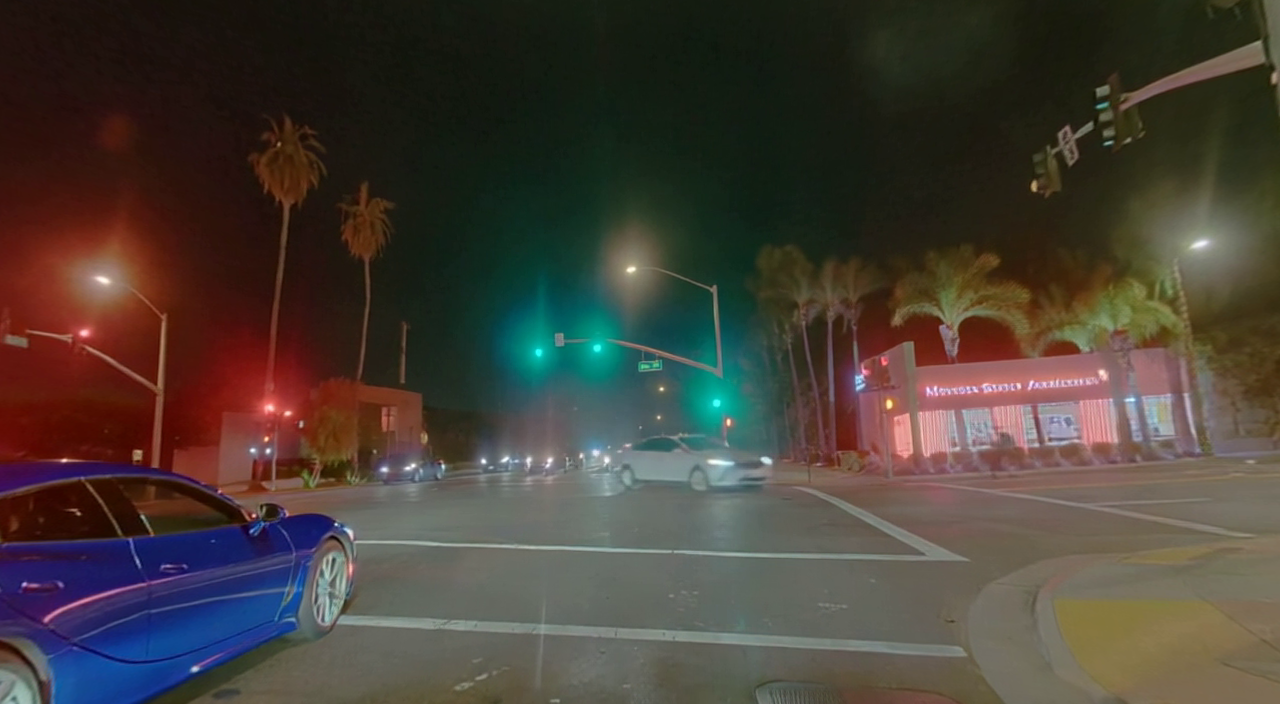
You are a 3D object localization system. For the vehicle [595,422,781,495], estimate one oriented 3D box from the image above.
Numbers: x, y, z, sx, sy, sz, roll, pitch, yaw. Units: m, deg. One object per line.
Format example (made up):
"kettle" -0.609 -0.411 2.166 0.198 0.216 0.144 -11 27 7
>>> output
"vehicle" 1.171 2.867 17.277 4.775 1.709 2.092 -8 -12 43

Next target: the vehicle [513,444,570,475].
"vehicle" -5.096 5.633 33.290 1.839 1.468 4.549 -1 -9 6

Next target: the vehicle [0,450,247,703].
"vehicle" -3.700 1.024 2.243 1.850 1.325 4.295 0 -9 0

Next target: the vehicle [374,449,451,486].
"vehicle" -12.361 6.283 34.640 1.870 1.705 4.426 -7 -10 11
